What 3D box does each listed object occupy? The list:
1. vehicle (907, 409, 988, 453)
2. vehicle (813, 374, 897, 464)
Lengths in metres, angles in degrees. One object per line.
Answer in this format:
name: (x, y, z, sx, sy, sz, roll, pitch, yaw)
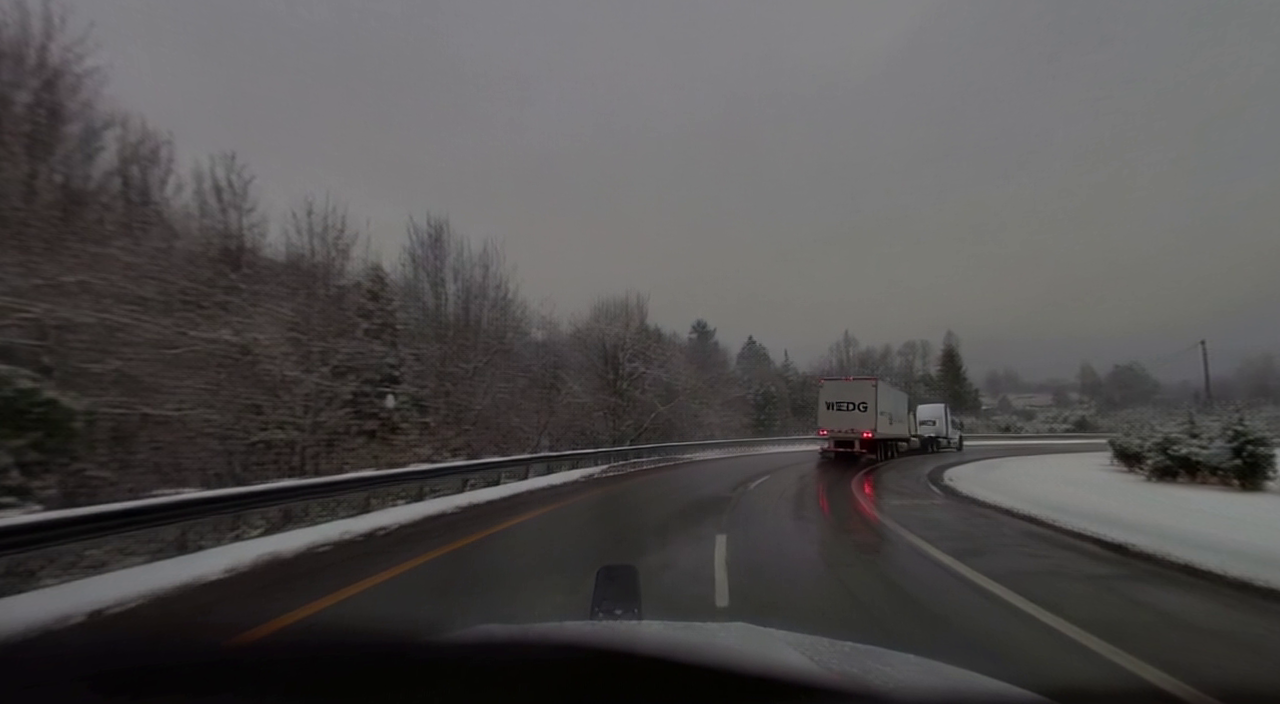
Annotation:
vehicle: (19.067, 4.908, 38.775, 6.650, 2.524, 2.120, 7, -11, -43)
vehicle: (9.805, 3.105, 28.584, 2.963, 3.771, 3.137, -4, -9, 29)
